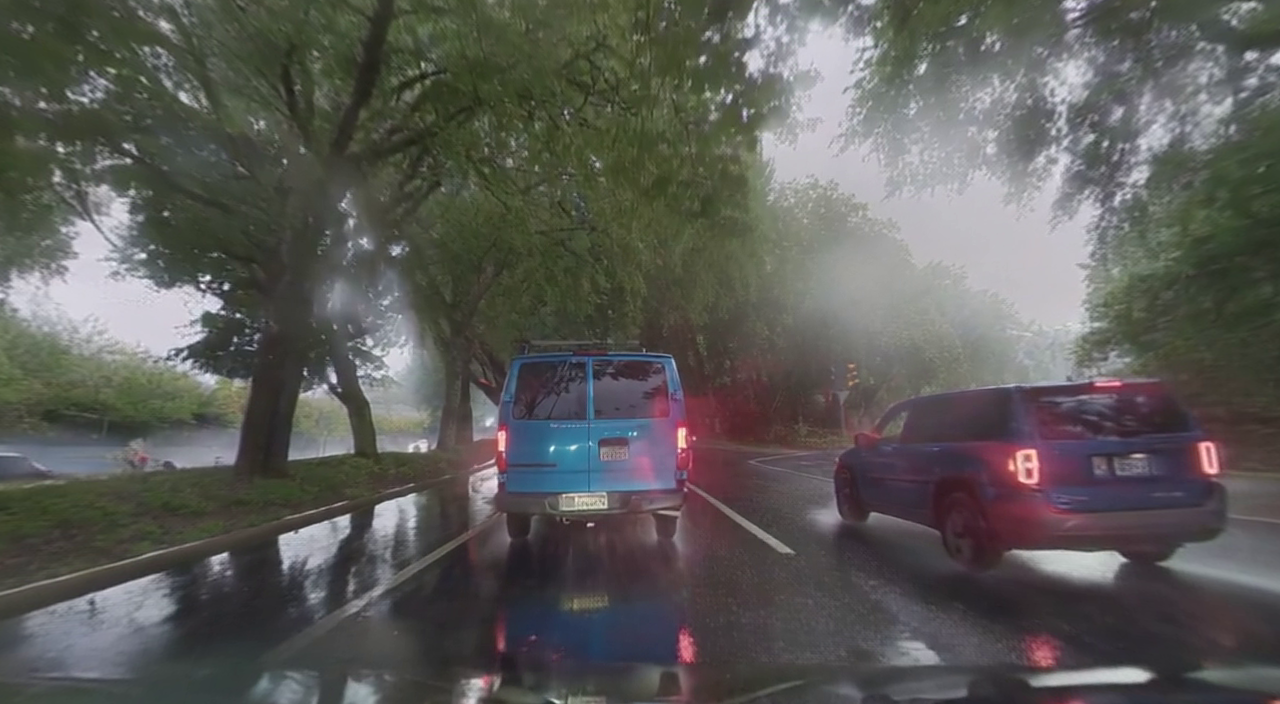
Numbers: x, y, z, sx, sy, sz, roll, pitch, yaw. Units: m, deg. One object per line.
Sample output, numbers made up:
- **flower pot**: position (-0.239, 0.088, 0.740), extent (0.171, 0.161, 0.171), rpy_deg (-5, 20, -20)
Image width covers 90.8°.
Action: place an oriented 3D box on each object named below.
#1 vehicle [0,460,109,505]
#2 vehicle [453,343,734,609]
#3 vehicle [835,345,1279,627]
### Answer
- **vehicle**: position (-26.100, 5.603, 27.468), extent (4.857, 1.729, 2.029), rpy_deg (-2, -9, 14)
- **vehicle**: position (-0.322, 1.260, 7.092), extent (2.145, 2.046, 4.309), rpy_deg (0, -8, 1)
- **vehicle**: position (3.620, 1.172, 6.264), extent (1.988, 1.873, 3.968), rpy_deg (0, -8, -1)
